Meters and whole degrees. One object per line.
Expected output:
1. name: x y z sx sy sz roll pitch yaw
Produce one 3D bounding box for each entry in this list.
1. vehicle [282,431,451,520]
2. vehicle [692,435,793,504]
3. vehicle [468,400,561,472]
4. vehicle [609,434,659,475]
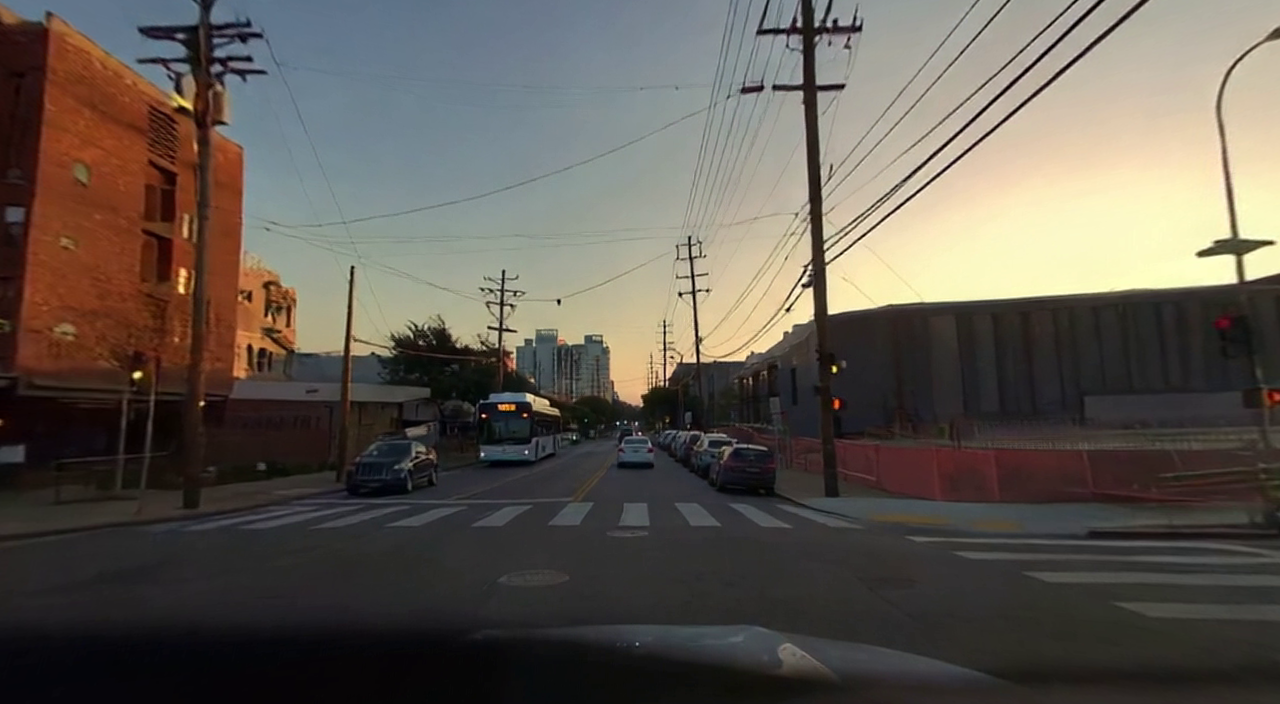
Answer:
1. vehicle: -7.181 3.264 17.465 2.127 2.034 5.559 0 -8 0
2. vehicle: 2.860 3.478 18.764 2.171 1.751 4.373 1 -10 -1
3. vehicle: -6.665 4.876 36.016 3.297 3.342 12.875 0 -8 -3
4. vehicle: -0.312 4.812 29.760 2.190 1.783 4.048 0 -8 -2
